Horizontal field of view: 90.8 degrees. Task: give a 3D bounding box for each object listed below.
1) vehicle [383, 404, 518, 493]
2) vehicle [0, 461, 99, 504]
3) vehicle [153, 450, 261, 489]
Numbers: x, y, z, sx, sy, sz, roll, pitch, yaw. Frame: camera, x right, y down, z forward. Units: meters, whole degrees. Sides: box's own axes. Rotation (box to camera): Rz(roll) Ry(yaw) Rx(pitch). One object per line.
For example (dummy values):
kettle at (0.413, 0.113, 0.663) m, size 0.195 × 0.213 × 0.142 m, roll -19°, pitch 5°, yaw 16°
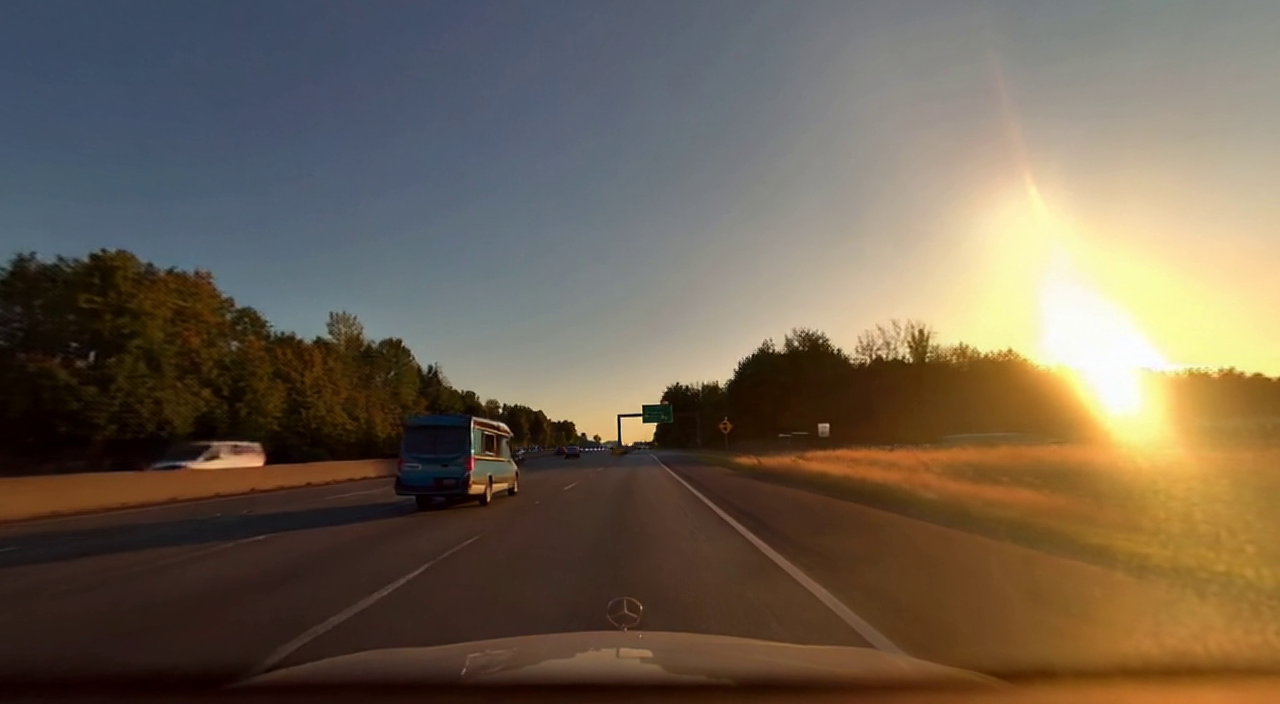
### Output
vehicle at (-6.998, 3.745, 24.687) m, size 2.747 × 2.934 × 7.411 m, roll 0°, pitch -8°, yaw 2°
vehicle at (-23.626, 4.979, 24.443) m, size 1.890 × 1.433 × 3.874 m, roll 0°, pitch -8°, yaw -1°
vehicle at (-19.158, 5.184, 28.188) m, size 1.826 × 1.527 × 4.196 m, roll 0°, pitch -8°, yaw 0°
